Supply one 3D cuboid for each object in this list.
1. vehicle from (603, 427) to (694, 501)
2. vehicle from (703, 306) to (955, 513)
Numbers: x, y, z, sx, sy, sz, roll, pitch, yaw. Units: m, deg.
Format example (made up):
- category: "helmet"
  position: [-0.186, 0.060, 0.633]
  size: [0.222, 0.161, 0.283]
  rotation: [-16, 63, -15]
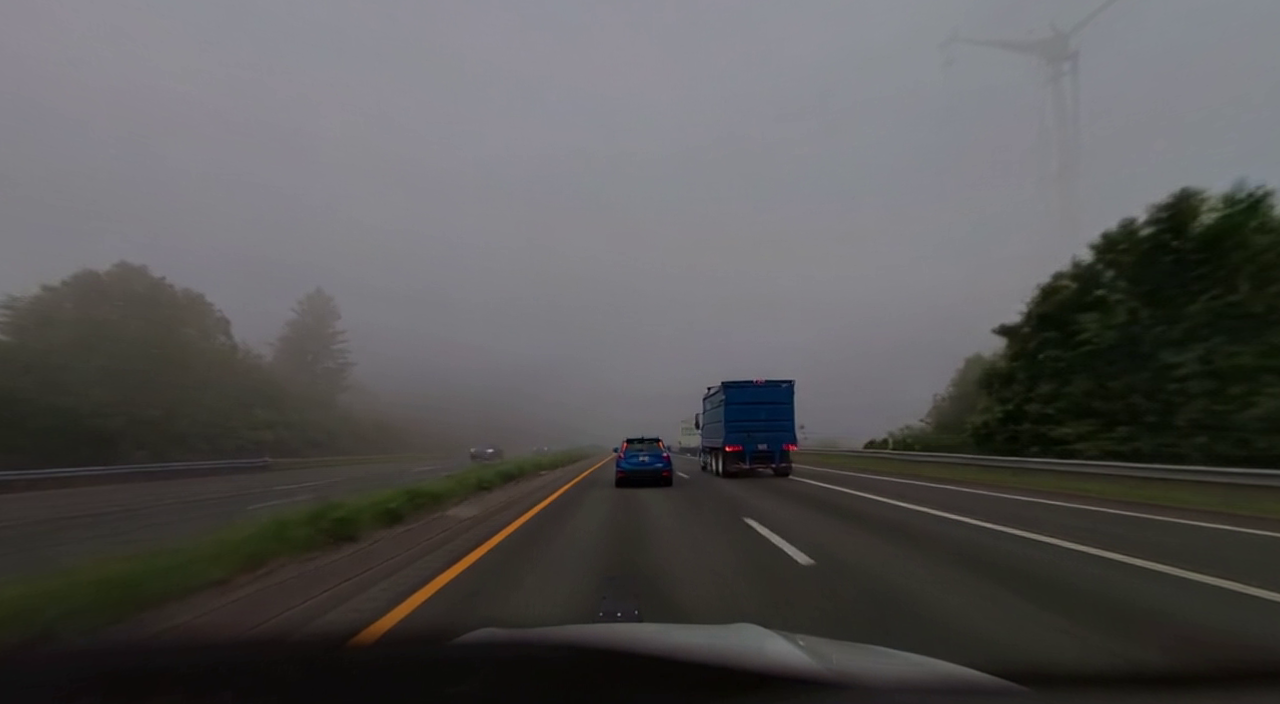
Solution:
- category: "vehicle"
  position: [0.172, 2.793, 16.267]
  size: [2.038, 1.624, 4.312]
  rotation: [0, -8, -1]
- category: "vehicle"
  position: [4.503, 2.087, 20.011]
  size: [3.129, 4.126, 14.913]
  rotation: [0, -8, -1]
